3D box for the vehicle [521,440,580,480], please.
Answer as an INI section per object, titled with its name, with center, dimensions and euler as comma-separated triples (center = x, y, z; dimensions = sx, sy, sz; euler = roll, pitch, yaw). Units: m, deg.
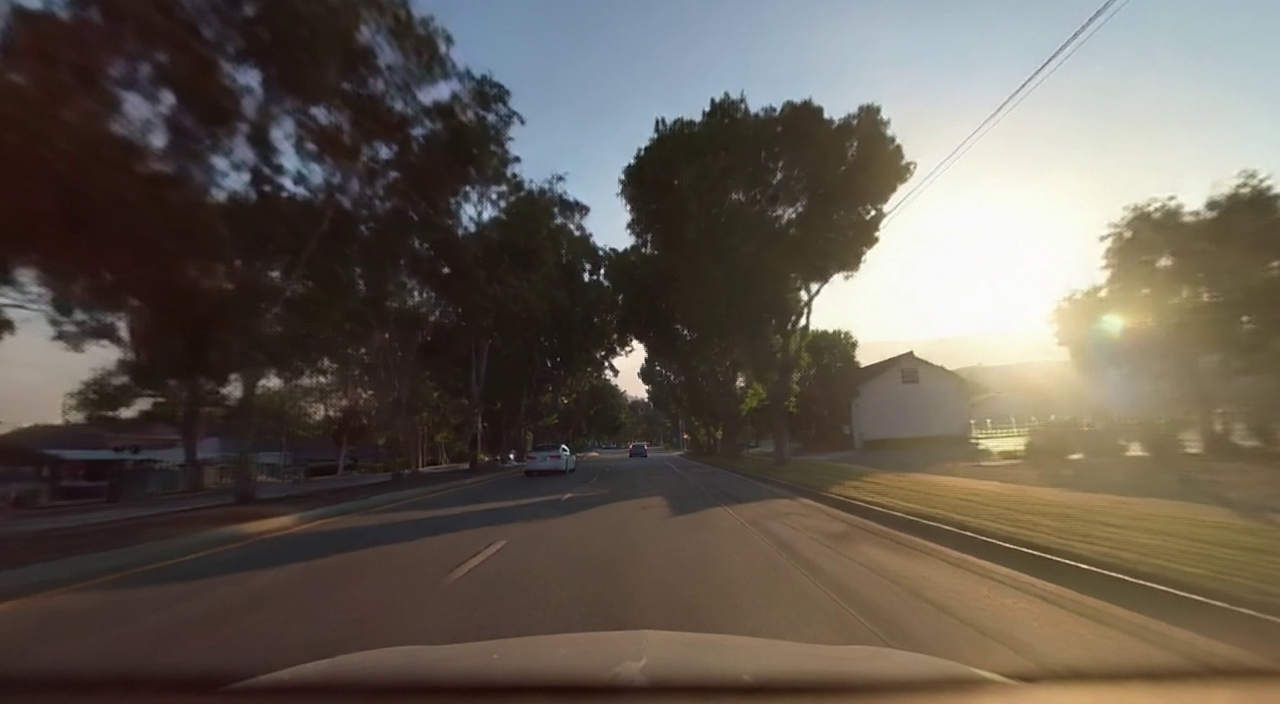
[vehicle]
center = -3.937, 4.814, 28.417
dimensions = 1.914, 1.630, 4.351
euler = 0, -8, 1
